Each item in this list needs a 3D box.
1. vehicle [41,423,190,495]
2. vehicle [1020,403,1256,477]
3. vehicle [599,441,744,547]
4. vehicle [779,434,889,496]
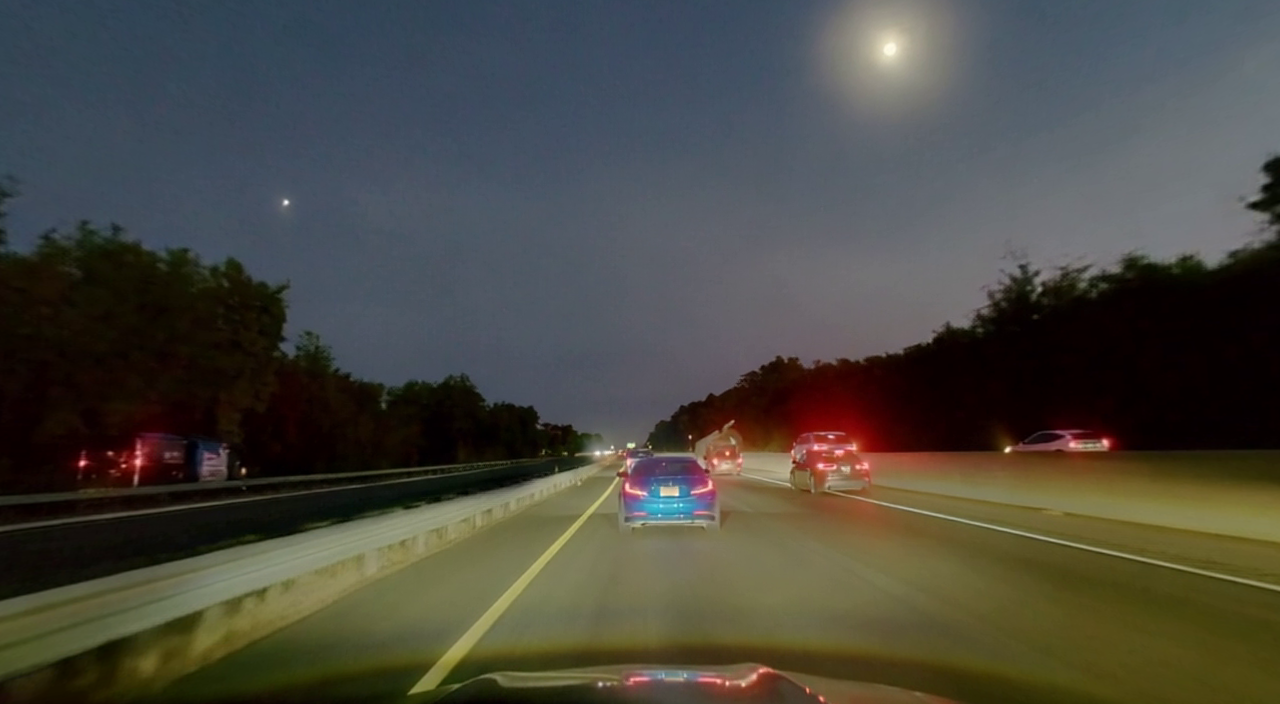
[{"bbox_3d":[-33.512,6.838,40.851,2.902,3.981,7.819,-3,-8,0],"label":"vehicle"},{"bbox_3d":[31.556,5.917,41.612,2.822,3.996,14.073,1,-9,-7],"label":"vehicle"},{"bbox_3d":[0.418,2.346,10.976,2.076,1.485,3.774,0,-9,-1],"label":"vehicle"},{"bbox_3d":[6.343,3.770,21.274,2.177,1.827,4.565,0,-9,-1],"label":"vehicle"}]
